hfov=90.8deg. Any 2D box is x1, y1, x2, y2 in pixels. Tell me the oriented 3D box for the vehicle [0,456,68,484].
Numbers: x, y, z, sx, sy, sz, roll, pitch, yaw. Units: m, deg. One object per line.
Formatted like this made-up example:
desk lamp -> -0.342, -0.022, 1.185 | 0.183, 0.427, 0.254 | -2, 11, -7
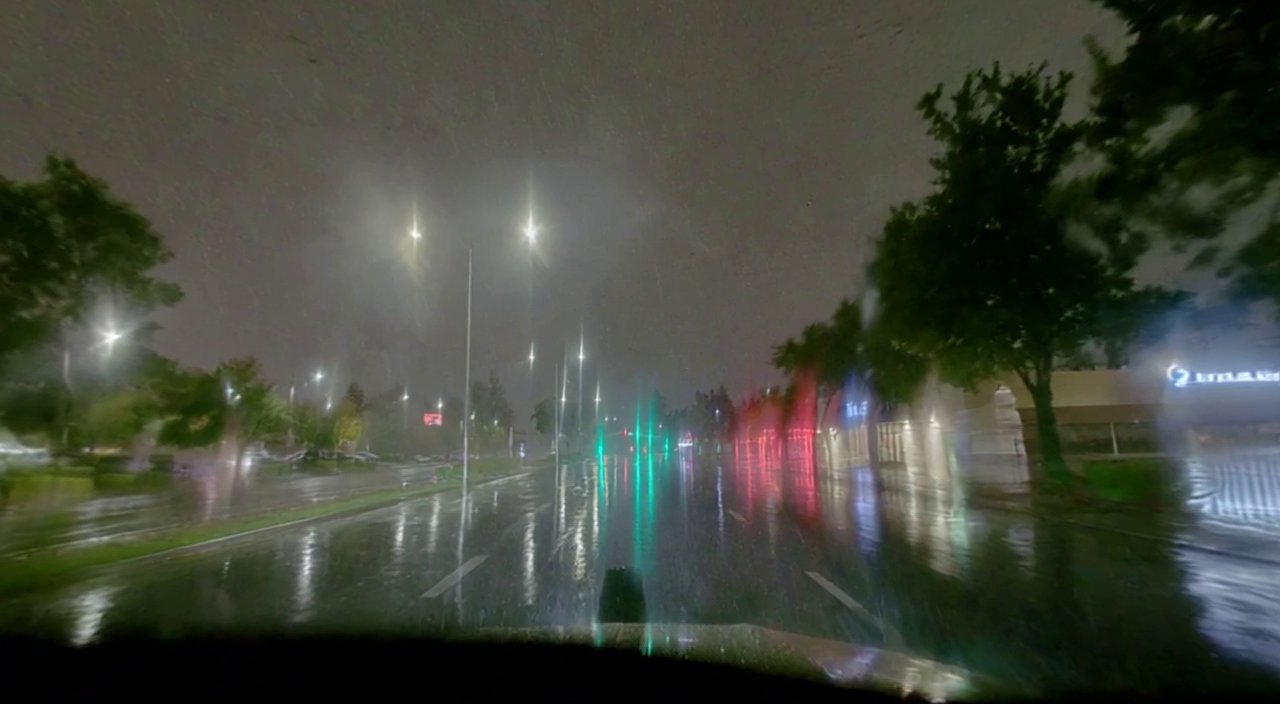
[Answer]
vehicle -> -34.233, 6.394, 34.352 | 4.407, 1.434, 1.814 | 0, -8, 0
